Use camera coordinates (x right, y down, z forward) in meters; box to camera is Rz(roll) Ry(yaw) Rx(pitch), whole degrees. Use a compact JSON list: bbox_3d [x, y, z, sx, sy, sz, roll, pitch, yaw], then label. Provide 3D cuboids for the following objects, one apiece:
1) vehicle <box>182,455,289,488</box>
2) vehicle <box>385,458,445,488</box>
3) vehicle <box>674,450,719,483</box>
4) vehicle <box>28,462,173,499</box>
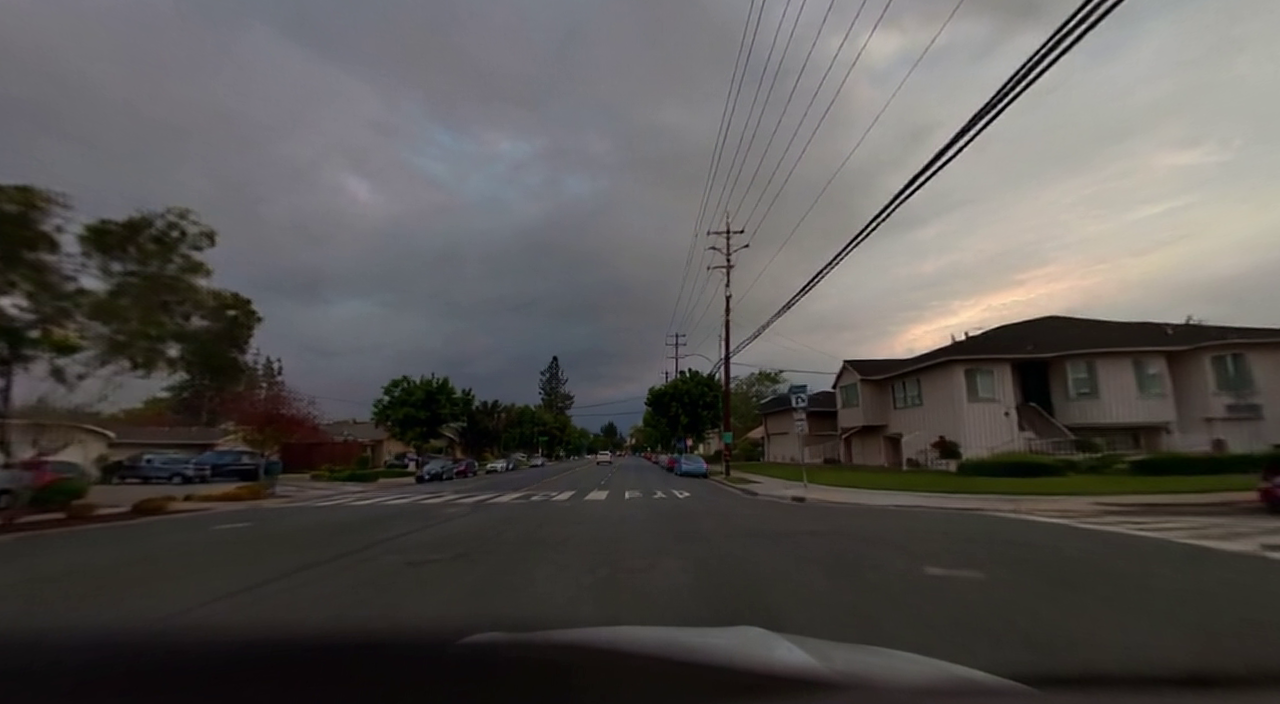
[{"bbox_3d":[-22.629,6.680,35.485,4.612,1.736,1.951,0,-9,-1],"label":"vehicle"},{"bbox_3d":[-14.225,7.647,40.208,1.913,1.745,4.992,0,-9,1],"label":"vehicle"},{"bbox_3d":[3.197,6.577,36.622,2.045,1.746,4.564,0,-9,-1],"label":"vehicle"},{"bbox_3d":[-22.764,5.426,26.789,4.344,1.471,1.813,0,-9,-3],"label":"vehicle"}]
